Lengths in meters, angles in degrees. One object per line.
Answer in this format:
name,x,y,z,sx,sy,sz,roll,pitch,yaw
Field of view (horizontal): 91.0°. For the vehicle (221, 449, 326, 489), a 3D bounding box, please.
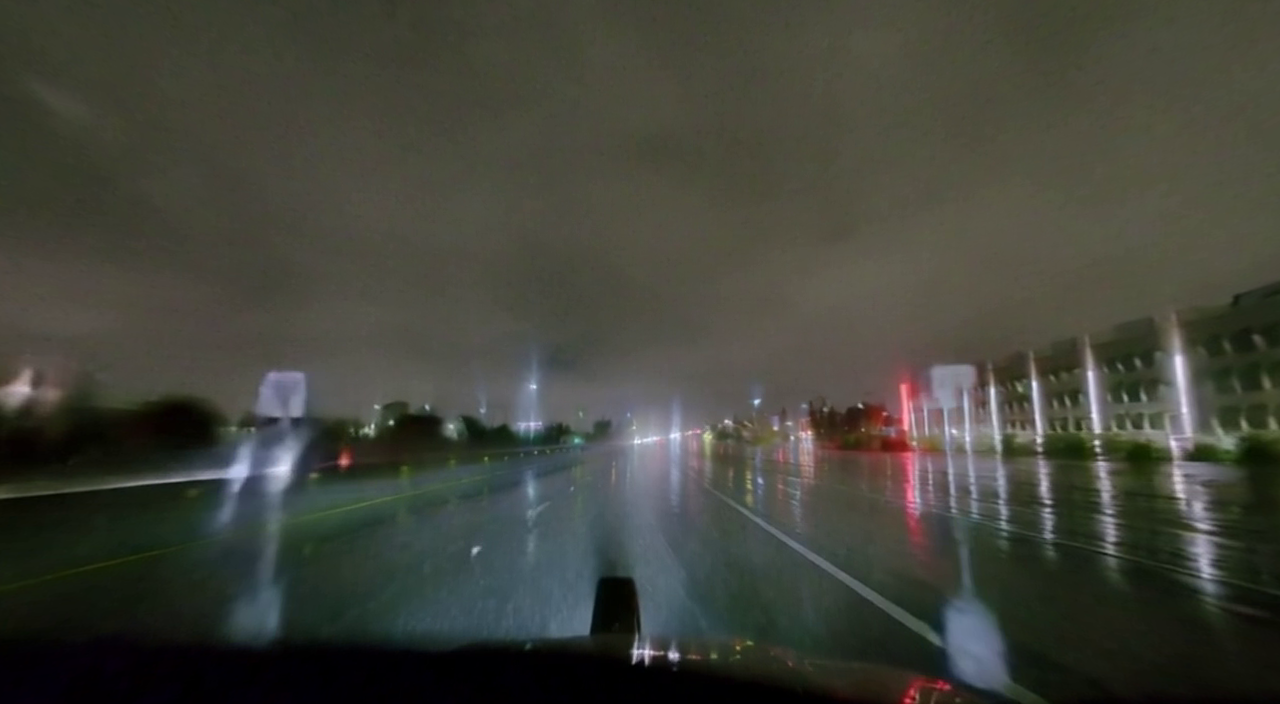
vehicle,-15.132,4.813,26.254,1.786,1.475,4.117,-1,-8,2
